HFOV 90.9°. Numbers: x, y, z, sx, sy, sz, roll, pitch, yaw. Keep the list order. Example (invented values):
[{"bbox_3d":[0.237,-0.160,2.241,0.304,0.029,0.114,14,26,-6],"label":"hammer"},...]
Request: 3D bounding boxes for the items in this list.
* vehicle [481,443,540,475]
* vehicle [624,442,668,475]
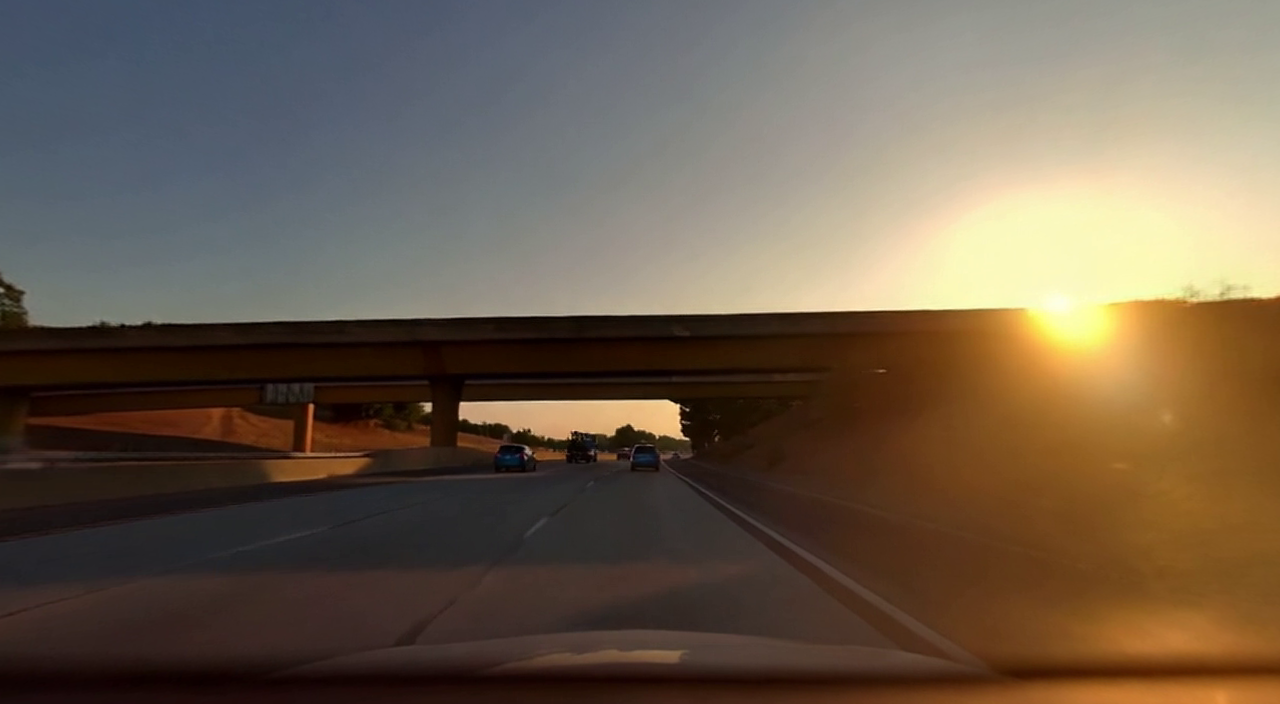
[{"bbox_3d":[-6.955,5.783,34.370,2.115,1.644,4.513,0,-8,2],"label":"vehicle"},{"bbox_3d":[0.326,5.915,35.229,2.336,1.722,4.212,0,-8,1],"label":"vehicle"}]
